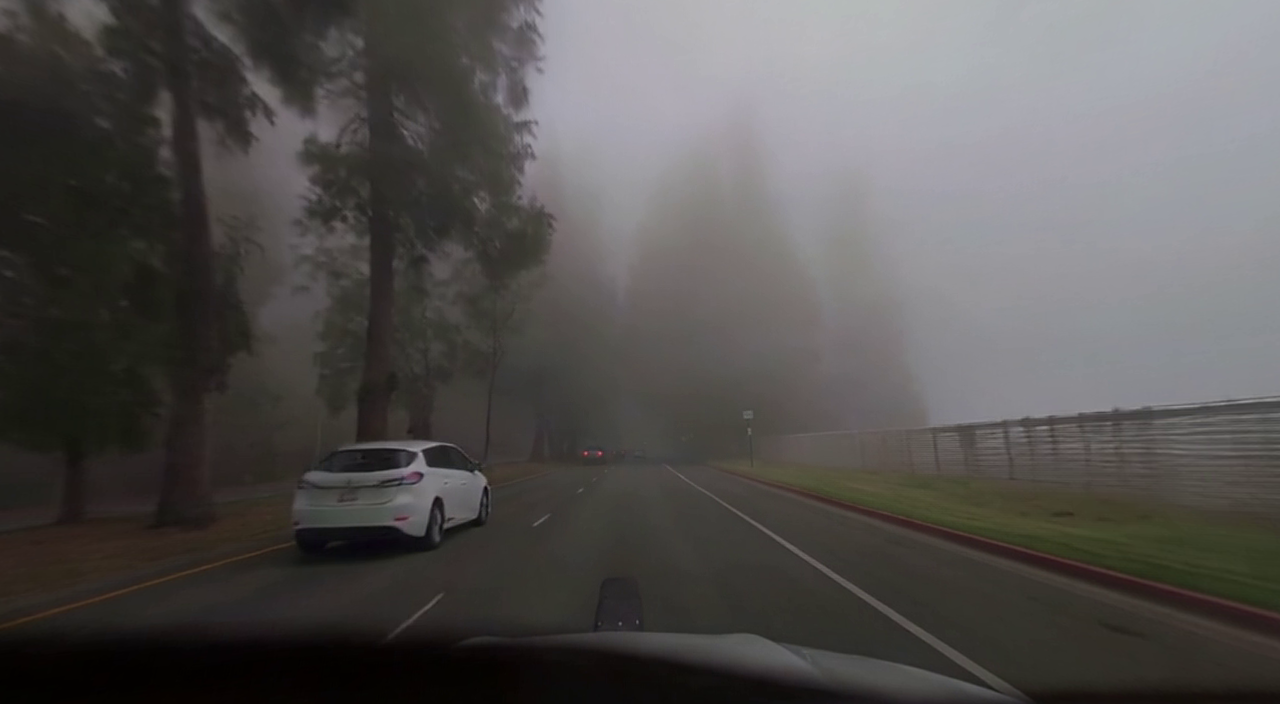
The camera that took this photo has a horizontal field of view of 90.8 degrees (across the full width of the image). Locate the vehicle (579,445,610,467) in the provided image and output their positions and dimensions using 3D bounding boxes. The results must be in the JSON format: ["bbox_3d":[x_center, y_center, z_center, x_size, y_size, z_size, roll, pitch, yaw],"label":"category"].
[{"bbox_3d":[-3.152,7.363,44.943,1.870,1.431,4.317,0,-8,0],"label":"vehicle"}]

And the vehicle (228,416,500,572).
[{"bbox_3d":[-3.498,1.876,9.164,1.919,1.650,4.546,0,-8,-1],"label":"vehicle"}]
